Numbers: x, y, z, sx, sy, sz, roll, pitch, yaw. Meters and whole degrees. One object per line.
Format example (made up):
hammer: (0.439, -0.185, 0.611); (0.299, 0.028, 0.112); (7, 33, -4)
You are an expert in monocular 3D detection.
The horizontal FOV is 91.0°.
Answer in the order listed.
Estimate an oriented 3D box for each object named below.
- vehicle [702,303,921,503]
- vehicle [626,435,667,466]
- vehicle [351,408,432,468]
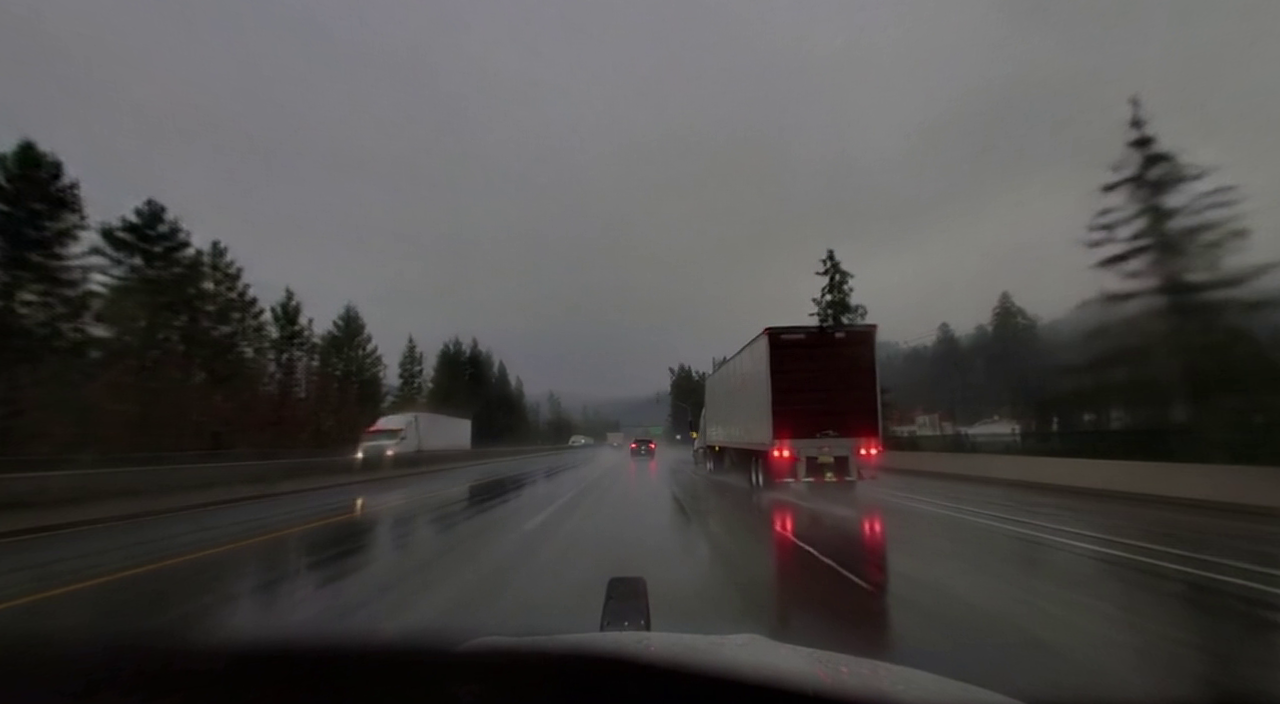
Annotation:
vehicle: (4.210, 1.997, 20.067); (3.005, 4.131, 14.221); (0, -8, 0)
vehicle: (0.416, 5.572, 35.762); (2.139, 1.607, 4.034); (-1, -8, 3)
vehicle: (-18.794, 6.625, 48.246); (3.210, 4.212, 7.175); (0, -8, 0)
